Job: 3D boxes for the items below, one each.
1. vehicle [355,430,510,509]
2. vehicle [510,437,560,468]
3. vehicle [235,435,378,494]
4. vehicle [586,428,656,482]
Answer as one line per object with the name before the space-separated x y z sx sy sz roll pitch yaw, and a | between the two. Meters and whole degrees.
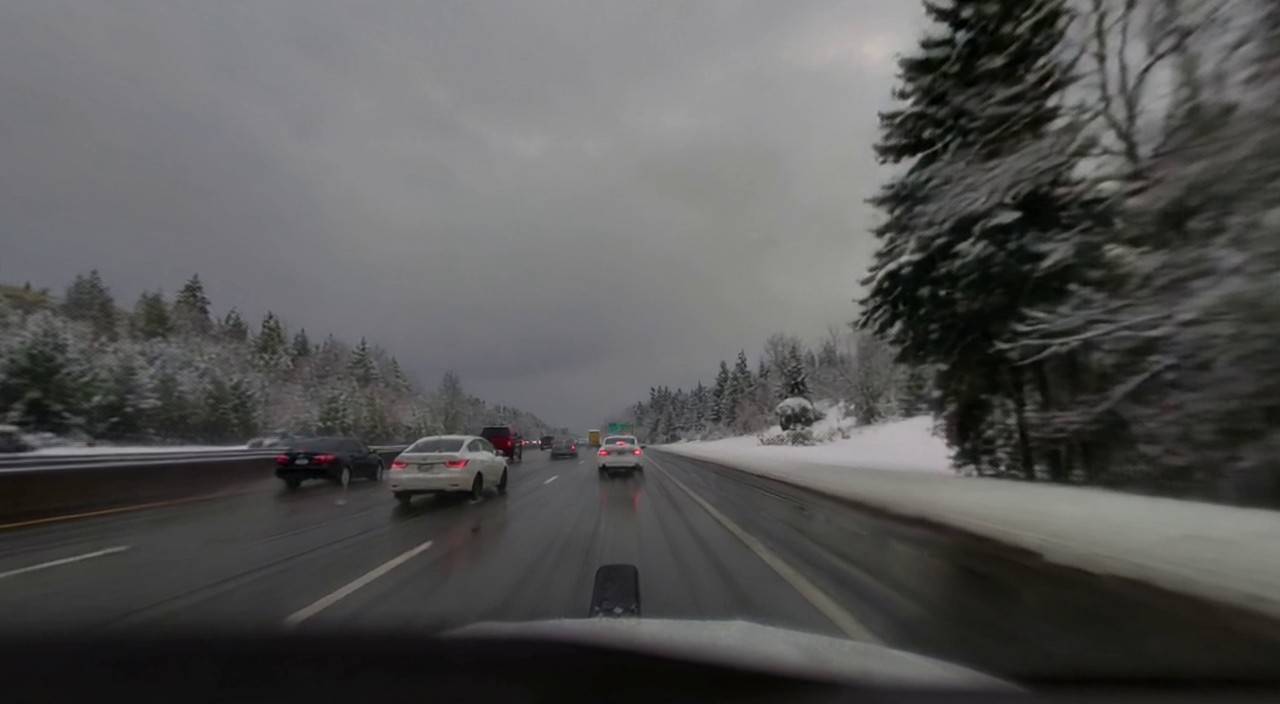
vehicle | -4.351 2.513 14.053 1.971 1.464 4.386 0 -8 0
vehicle | -5.185 5.000 31.486 1.835 1.432 3.835 0 -8 0
vehicle | -9.205 3.085 17.761 1.850 1.439 3.932 0 -8 0
vehicle | -0.651 3.505 21.757 2.178 1.658 3.916 0 -8 -1
